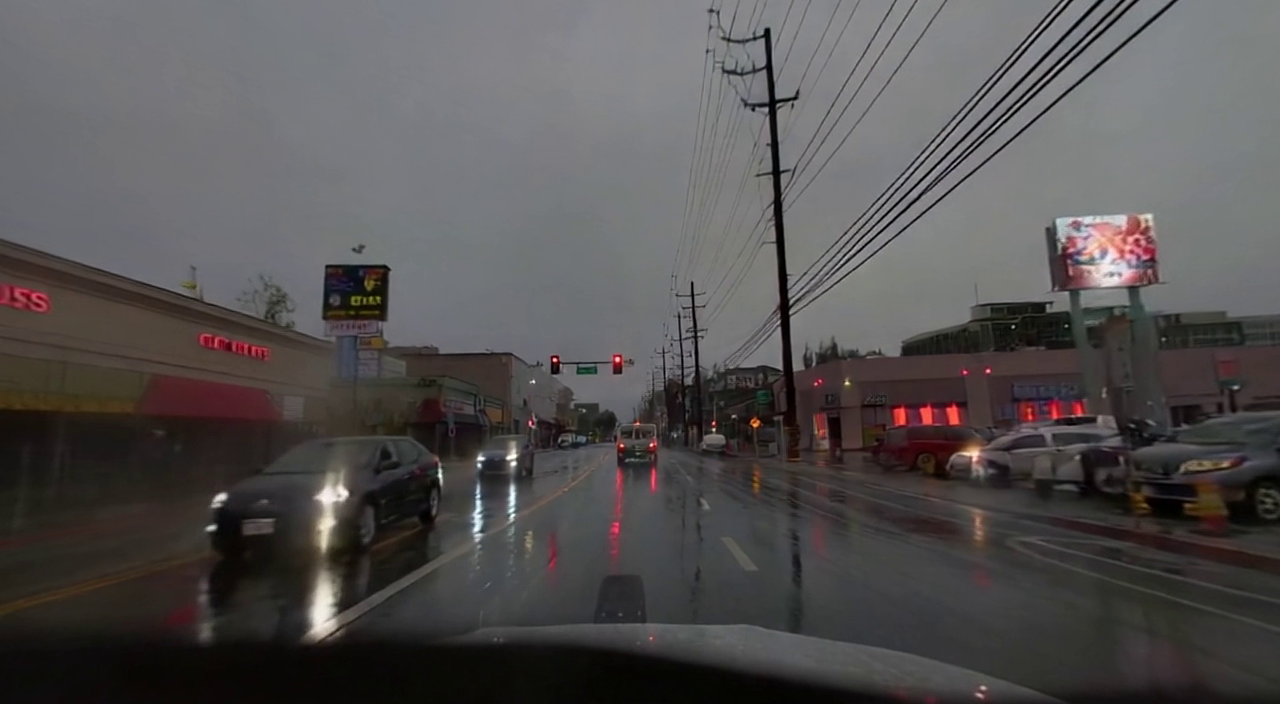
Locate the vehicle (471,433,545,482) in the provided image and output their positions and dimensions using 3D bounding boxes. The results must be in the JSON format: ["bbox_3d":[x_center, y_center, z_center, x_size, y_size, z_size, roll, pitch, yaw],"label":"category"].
[{"bbox_3d":[-4.599,3.746,22.628,1.875,1.595,3.901,0,-8,-1],"label":"vehicle"}]

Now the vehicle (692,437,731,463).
[{"bbox_3d":[4.453,6.197,40.043,1.926,1.482,4.442,0,-8,-1],"label":"vehicle"}]

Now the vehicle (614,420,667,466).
[{"bbox_3d":[0.033,5.114,35.502,2.683,2.295,6.404,0,-8,0],"label":"vehicle"}]

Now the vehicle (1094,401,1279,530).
[{"bbox_3d":[10.665,1.752,10.252,4.937,1.827,2.042,-1,-8,0],"label":"vehicle"}]

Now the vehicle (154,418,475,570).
[{"bbox_3d":[-4.084,1.862,9.181,2.033,1.572,4.939,0,-8,0],"label":"vehicle"}]
